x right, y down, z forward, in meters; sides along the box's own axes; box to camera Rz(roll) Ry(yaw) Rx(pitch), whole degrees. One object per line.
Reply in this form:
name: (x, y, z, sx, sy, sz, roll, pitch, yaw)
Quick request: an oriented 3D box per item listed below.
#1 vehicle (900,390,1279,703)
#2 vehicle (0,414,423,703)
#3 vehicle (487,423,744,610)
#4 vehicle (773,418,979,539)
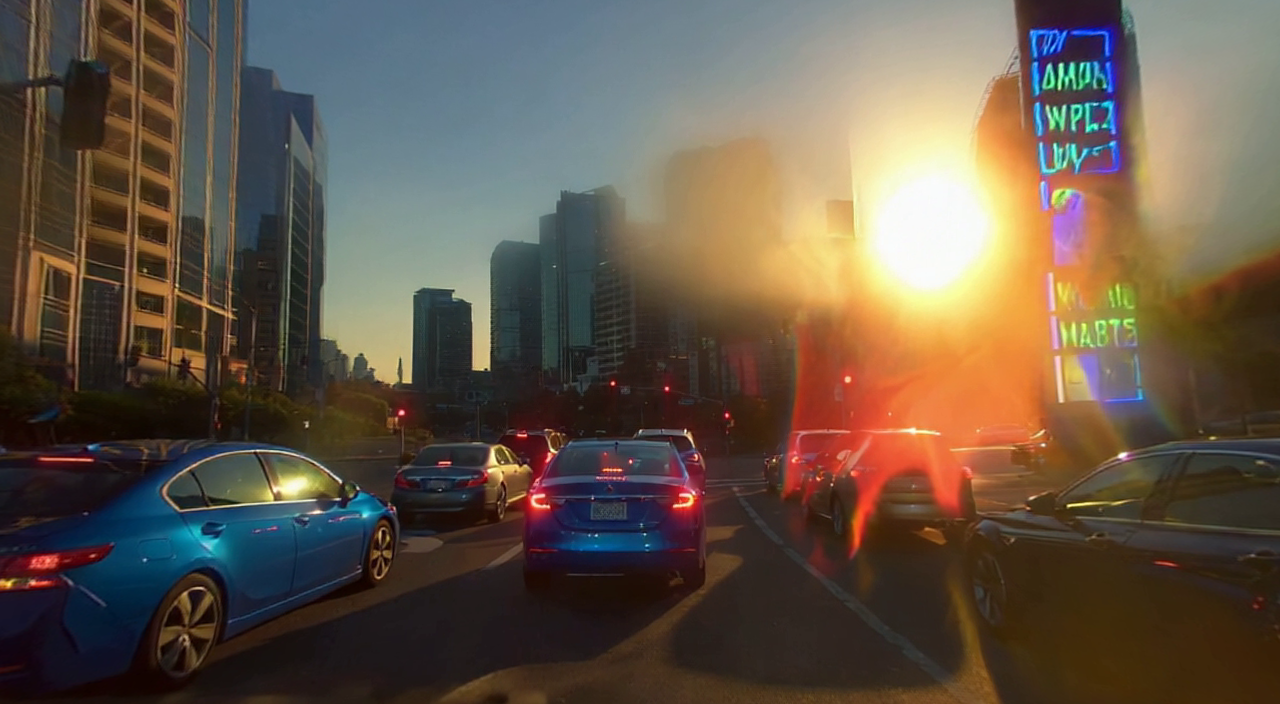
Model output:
vehicle: (3.430, 1.092, 3.693, 1.981, 1.499, 4.536, 0, -8, 2)
vehicle: (-3.409, 1.301, 4.717, 1.980, 1.454, 4.226, 0, -8, 1)
vehicle: (-0.184, 1.623, 7.128, 2.059, 1.477, 3.988, 0, -8, 1)
vehicle: (3.767, 2.095, 11.007, 2.007, 1.683, 4.171, 0, -8, 1)
